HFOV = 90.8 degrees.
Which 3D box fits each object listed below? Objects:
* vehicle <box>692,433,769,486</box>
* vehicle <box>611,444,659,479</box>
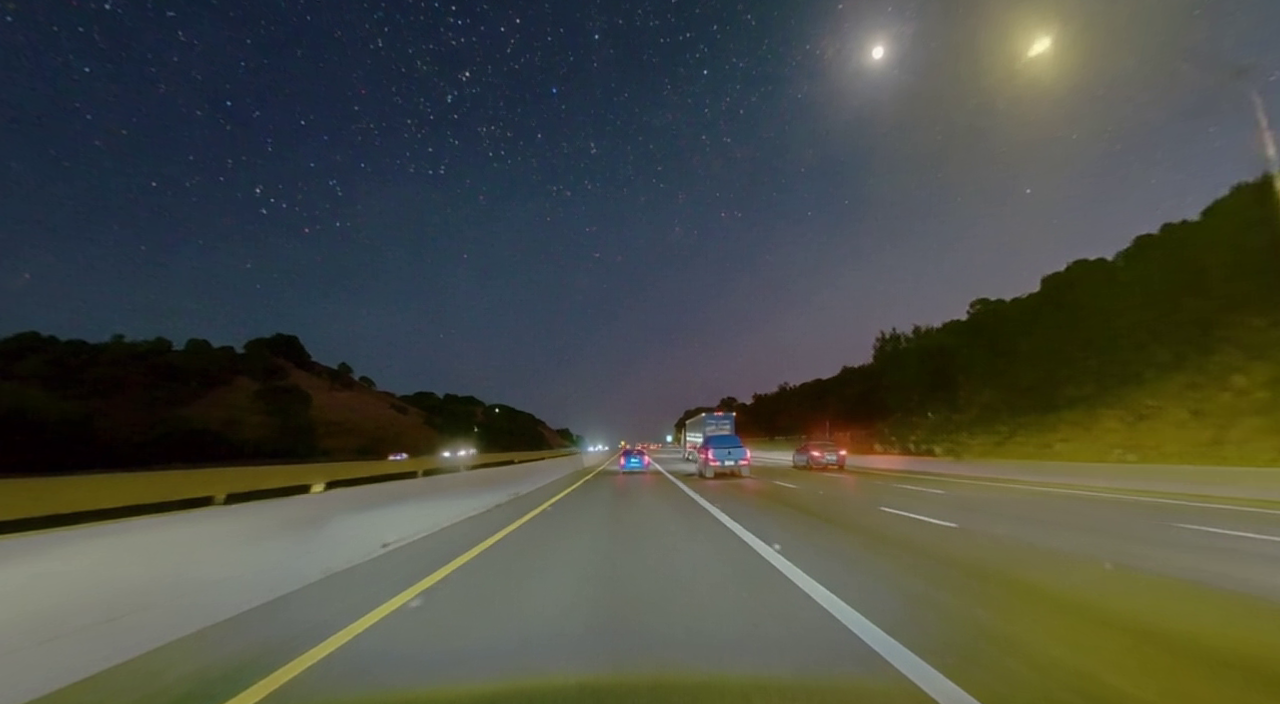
[{"bbox_3d":[3.311,4.041,24.037,2.098,1.794,4.561,0,-9,-2],"label":"vehicle"},{"bbox_3d":[-0.261,5.093,29.613,2.083,1.477,3.965,0,-9,-1],"label":"vehicle"}]
